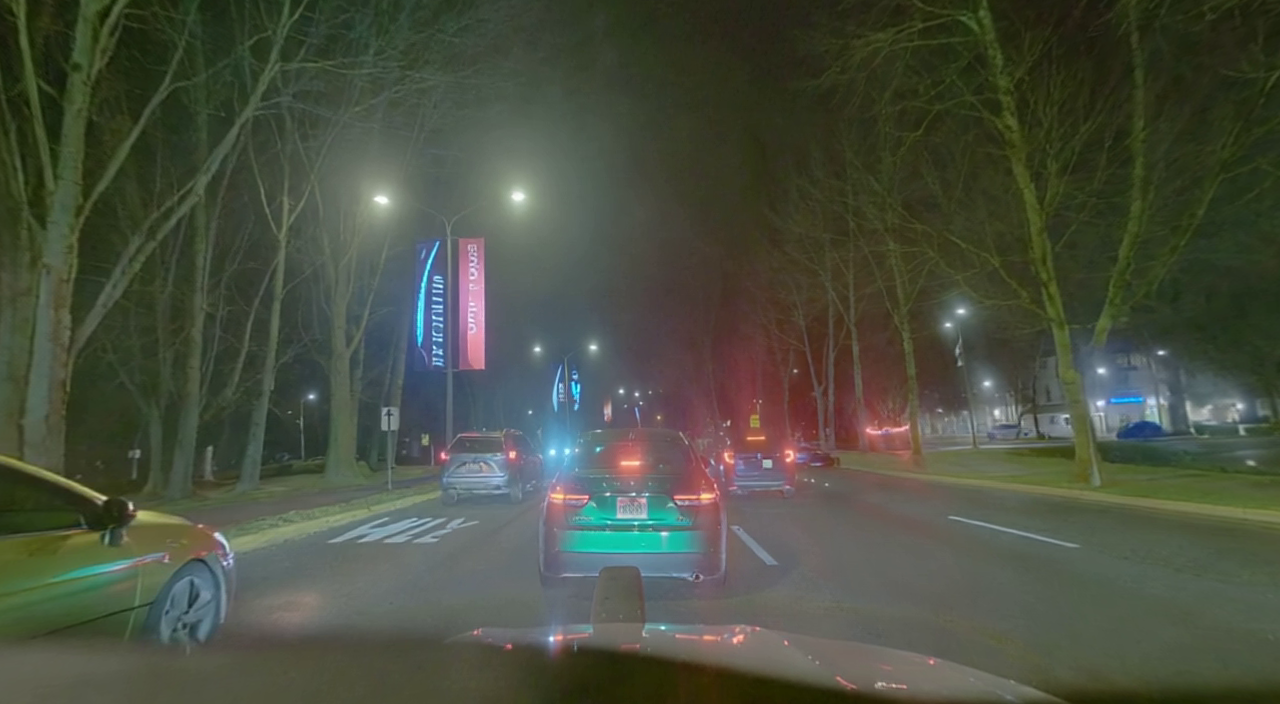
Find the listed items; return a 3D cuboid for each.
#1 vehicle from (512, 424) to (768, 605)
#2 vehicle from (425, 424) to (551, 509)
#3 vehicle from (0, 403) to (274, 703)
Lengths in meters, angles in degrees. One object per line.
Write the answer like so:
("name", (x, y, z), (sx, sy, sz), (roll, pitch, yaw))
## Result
("vehicle", (-0.057, 1.645, 7.304), (2.126, 1.475, 3.967), (0, -8, -2))
("vehicle", (-3.441, 2.683, 15.222), (2.046, 1.751, 4.208), (0, -8, -1))
("vehicle", (-3.493, 0.890, 2.055), (1.961, 1.487, 4.453), (0, -8, -1))
